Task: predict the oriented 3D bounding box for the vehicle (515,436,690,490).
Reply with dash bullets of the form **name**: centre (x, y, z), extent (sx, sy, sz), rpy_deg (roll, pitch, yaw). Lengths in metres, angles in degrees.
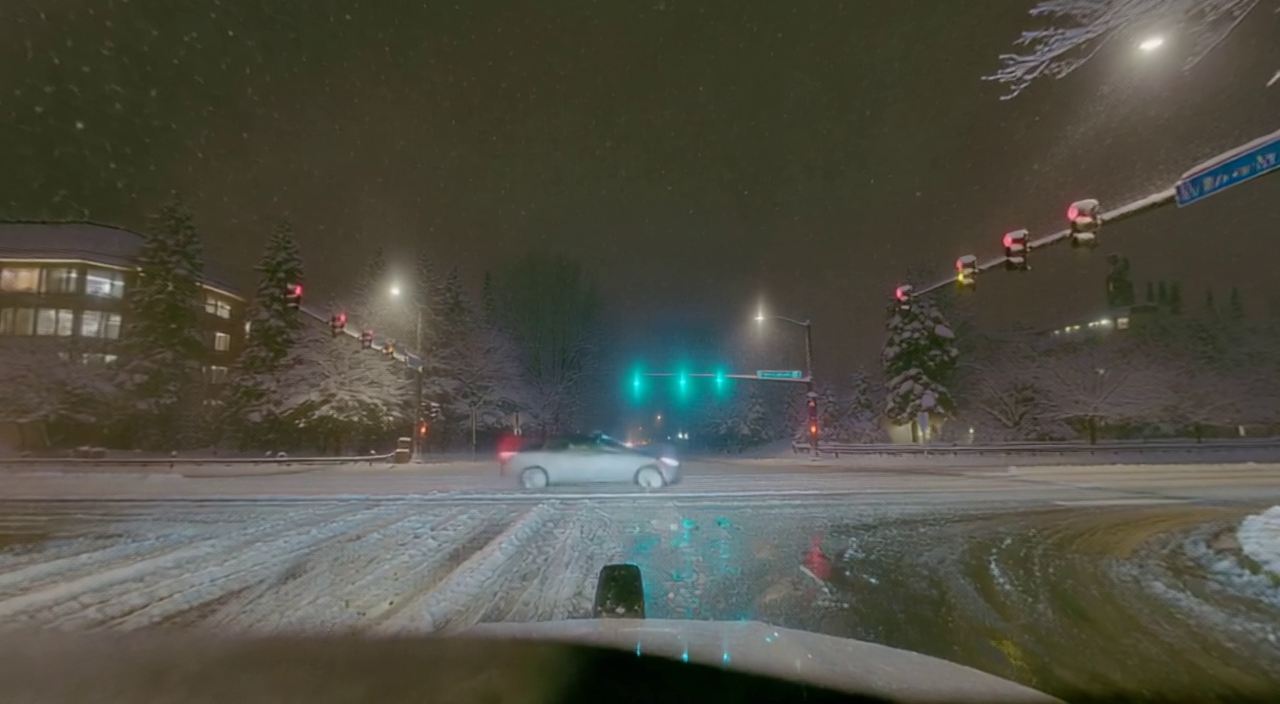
- **vehicle**: centre (-1.041, 3.246, 18.596), extent (4.838, 1.468, 2.052), rpy_deg (0, -9, 1)
